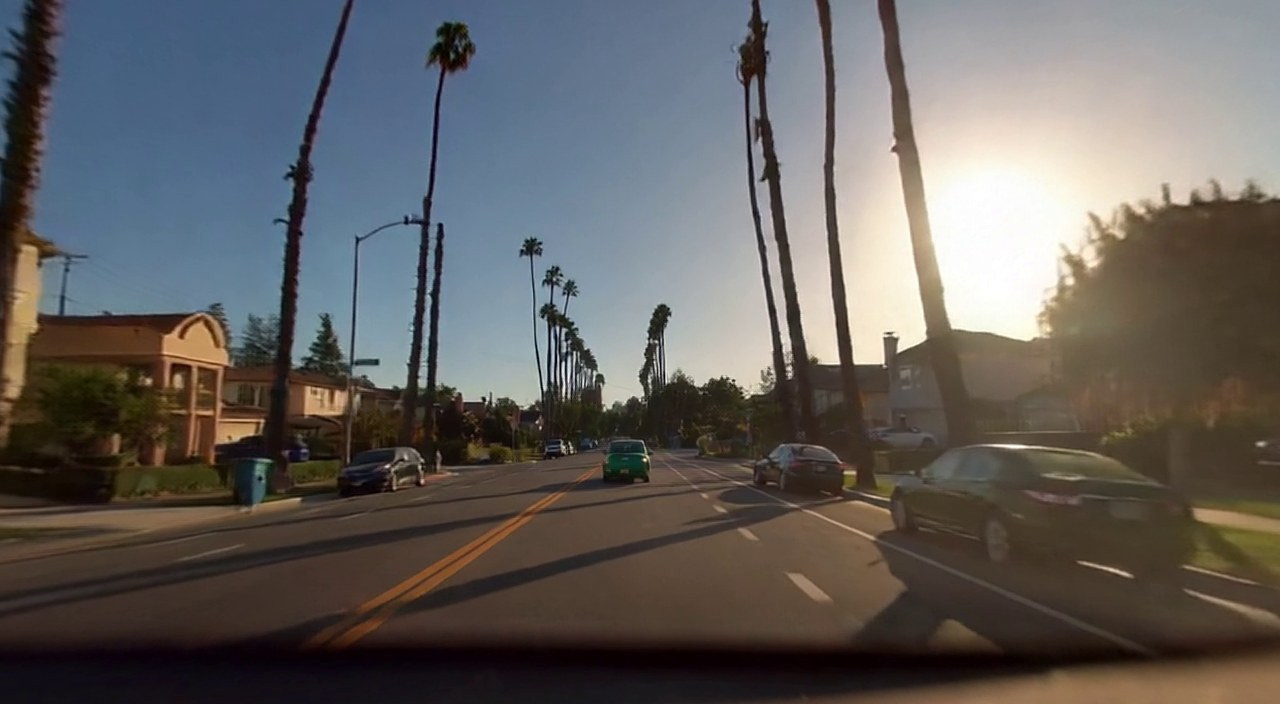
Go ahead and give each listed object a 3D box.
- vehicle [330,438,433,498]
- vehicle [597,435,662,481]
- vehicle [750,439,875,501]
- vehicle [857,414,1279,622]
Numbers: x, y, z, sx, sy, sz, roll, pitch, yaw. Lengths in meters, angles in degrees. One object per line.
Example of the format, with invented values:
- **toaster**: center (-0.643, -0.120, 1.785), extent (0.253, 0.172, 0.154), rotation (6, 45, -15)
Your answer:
- **vehicle**: center (-8.804, 3.923, 21.921), extent (1.945, 1.666, 4.107), rotation (-3, -6, -2)
- **vehicle**: center (-0.408, 3.751, 22.604), extent (2.098, 1.483, 4.099), rotation (0, -8, -2)
- **vehicle**: center (4.698, 3.295, 18.198), extent (2.013, 1.501, 5.235), rotation (0, -8, -1)
- **vehicle**: center (4.570, 1.734, 7.833), extent (2.017, 1.646, 5.389), rotation (0, -9, 2)
